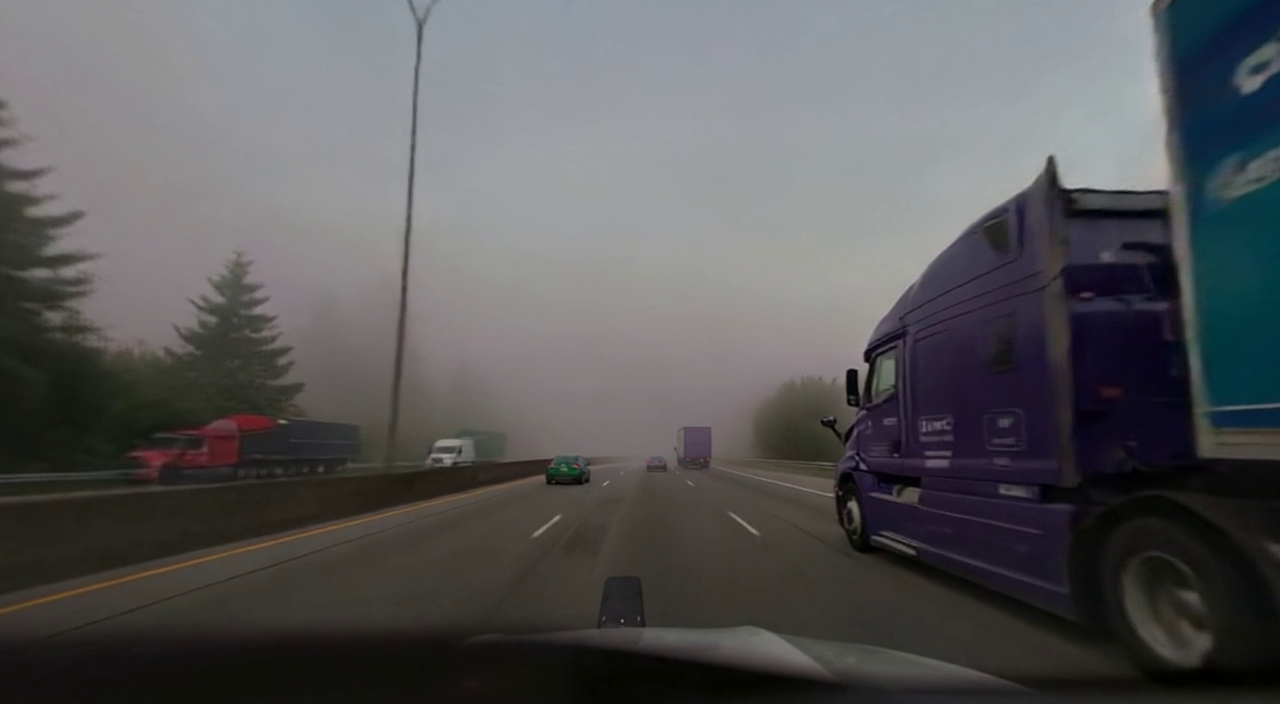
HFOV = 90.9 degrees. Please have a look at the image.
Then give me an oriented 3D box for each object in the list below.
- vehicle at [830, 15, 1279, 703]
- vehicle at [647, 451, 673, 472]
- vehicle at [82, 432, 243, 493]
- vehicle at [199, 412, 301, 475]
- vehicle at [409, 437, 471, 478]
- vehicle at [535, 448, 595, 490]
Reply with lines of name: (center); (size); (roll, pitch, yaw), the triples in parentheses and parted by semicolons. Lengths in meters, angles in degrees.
vehicle: (4.411, 0.368, 6.356); (3.020, 3.962, 5.781); (0, -9, -1)
vehicle: (1.567, 8.622, 49.797); (1.957, 1.541, 4.099); (0, -9, 1)
vehicle: (-22.398, 5.228, 30.098); (2.614, 2.602, 6.122); (0, -9, 2)
vehicle: (-22.301, 5.313, 36.377); (2.385, 3.298, 5.011); (-1, -9, 2)
vehicle: (-14.137, 7.489, 44.897); (2.210, 2.679, 5.840); (-1, -9, 3)
vehicle: (-3.033, 4.867, 26.499); (1.960, 1.579, 4.384); (0, -9, 0)
